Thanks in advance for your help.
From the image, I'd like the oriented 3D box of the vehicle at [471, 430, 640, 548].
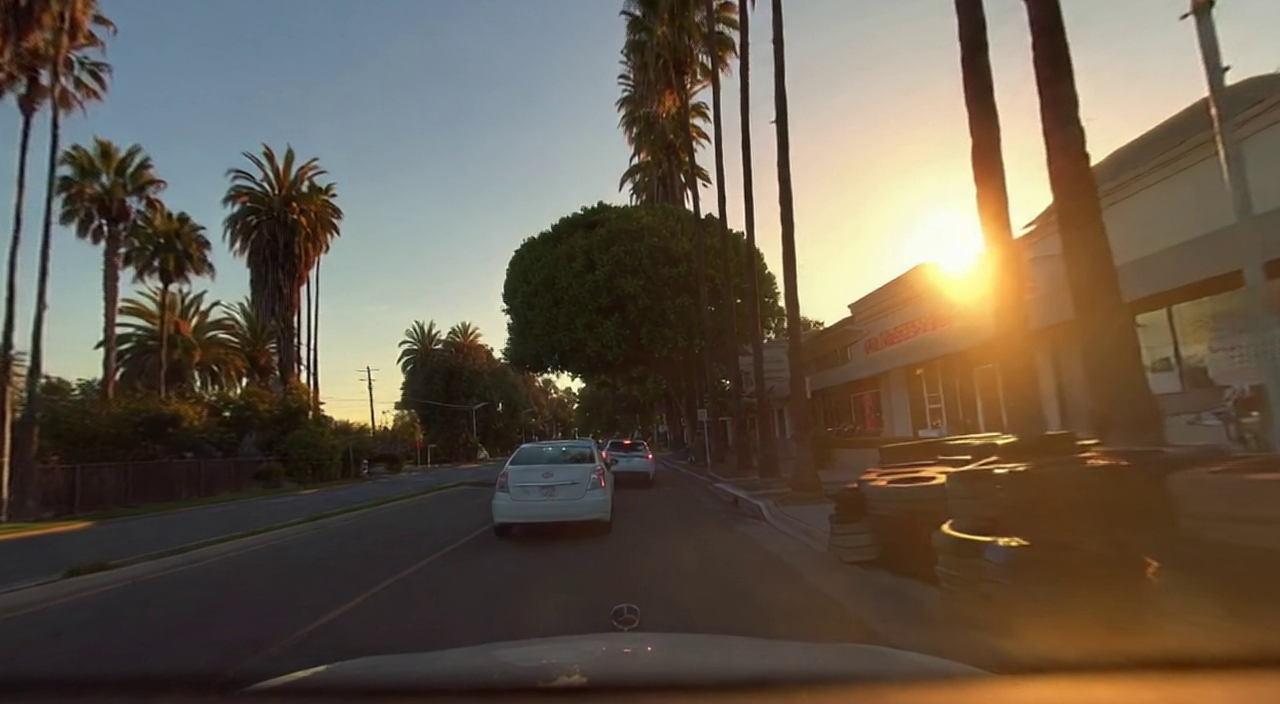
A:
[{"bbox_3d":[-1.111,2.067,10.224,2.169,1.495,4.048,0,-8,-1],"label":"vehicle"}]
